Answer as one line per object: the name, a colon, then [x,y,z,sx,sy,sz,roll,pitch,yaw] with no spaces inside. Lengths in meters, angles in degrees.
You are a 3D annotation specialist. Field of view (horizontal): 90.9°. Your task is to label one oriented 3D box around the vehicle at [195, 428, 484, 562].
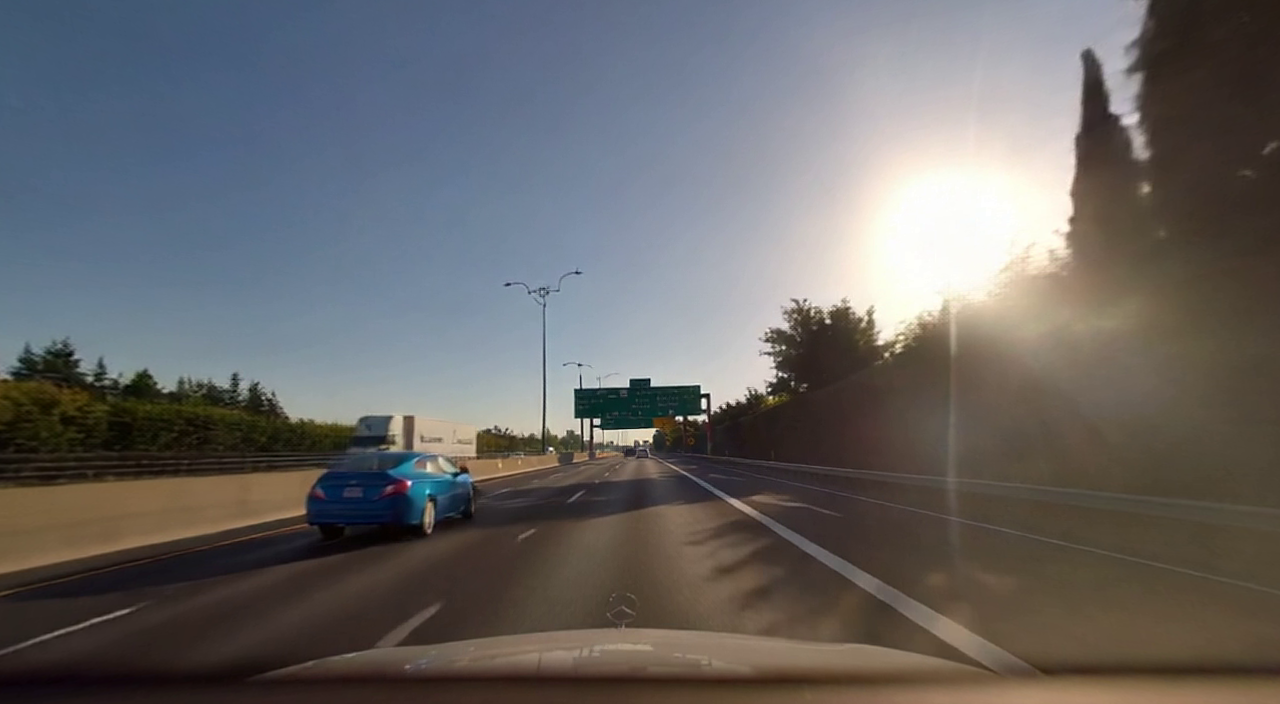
vehicle: [-4.117,2.043,9.771,2.160,1.552,4.592,0,-9,1]
